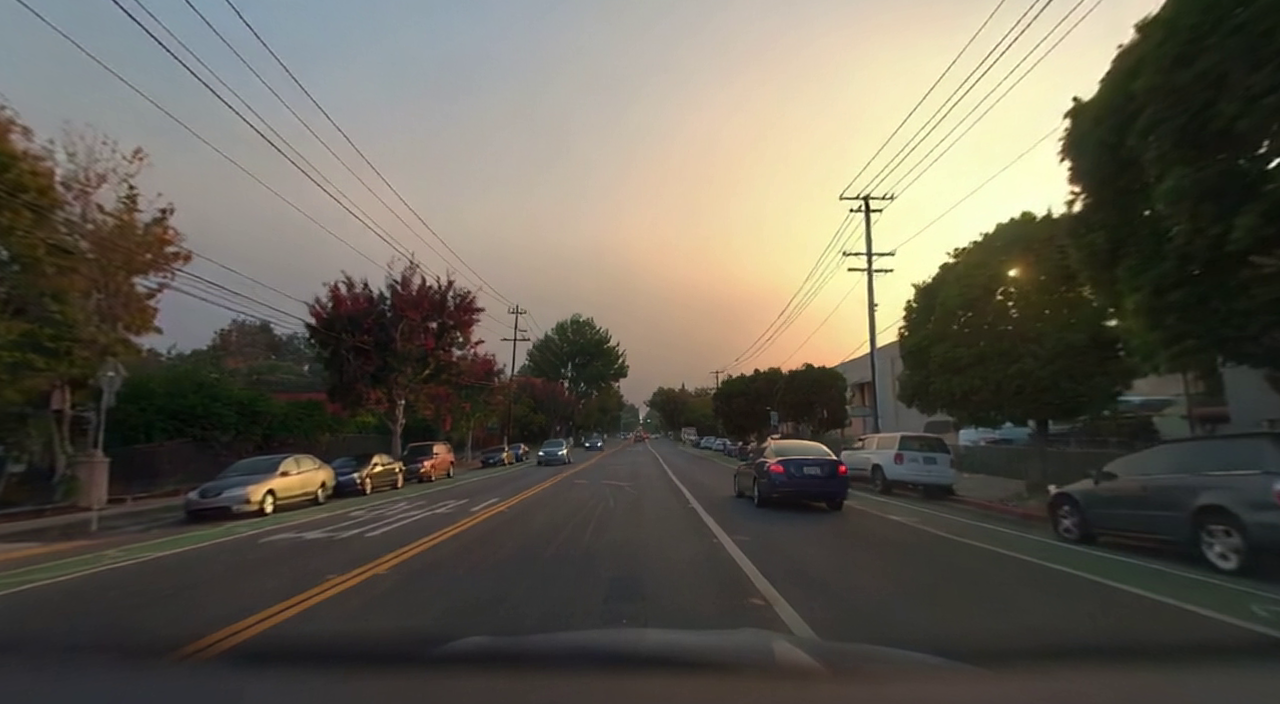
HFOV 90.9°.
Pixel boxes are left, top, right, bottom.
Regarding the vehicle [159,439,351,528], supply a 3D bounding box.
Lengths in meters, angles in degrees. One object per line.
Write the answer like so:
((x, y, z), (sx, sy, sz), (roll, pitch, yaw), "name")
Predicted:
((-9.402, 3.167, 15.909), (1.961, 1.683, 4.483), (-7, -8, 1), "vehicle")

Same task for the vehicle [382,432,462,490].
((-9.429, 4.688, 27.645), (1.981, 1.975, 4.534), (-3, -4, -1), "vehicle")

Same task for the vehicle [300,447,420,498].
((-9.345, 4.028, 21.475), (1.949, 1.502, 4.264), (-1, -8, 3), "vehicle")

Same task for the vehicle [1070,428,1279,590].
((7.744, 1.772, 7.472), (2.044, 1.682, 4.466), (0, -8, -2), "vehicle")

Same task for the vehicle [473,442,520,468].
((-9.325, 6.719, 41.383), (1.944, 1.524, 4.404), (0, -8, 1), "vehicle")

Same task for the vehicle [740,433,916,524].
((3.510, 2.439, 12.876), (2.059, 1.489, 4.629), (0, -8, -1), "vehicle")

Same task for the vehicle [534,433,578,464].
((-5.029, 5.842, 38.312), (2.050, 1.729, 4.269), (0, -8, 1), "vehicle")

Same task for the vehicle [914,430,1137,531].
((7.689, 2.551, 13.217), (1.811, 1.749, 4.308), (0, -8, -2), "vehicle")
